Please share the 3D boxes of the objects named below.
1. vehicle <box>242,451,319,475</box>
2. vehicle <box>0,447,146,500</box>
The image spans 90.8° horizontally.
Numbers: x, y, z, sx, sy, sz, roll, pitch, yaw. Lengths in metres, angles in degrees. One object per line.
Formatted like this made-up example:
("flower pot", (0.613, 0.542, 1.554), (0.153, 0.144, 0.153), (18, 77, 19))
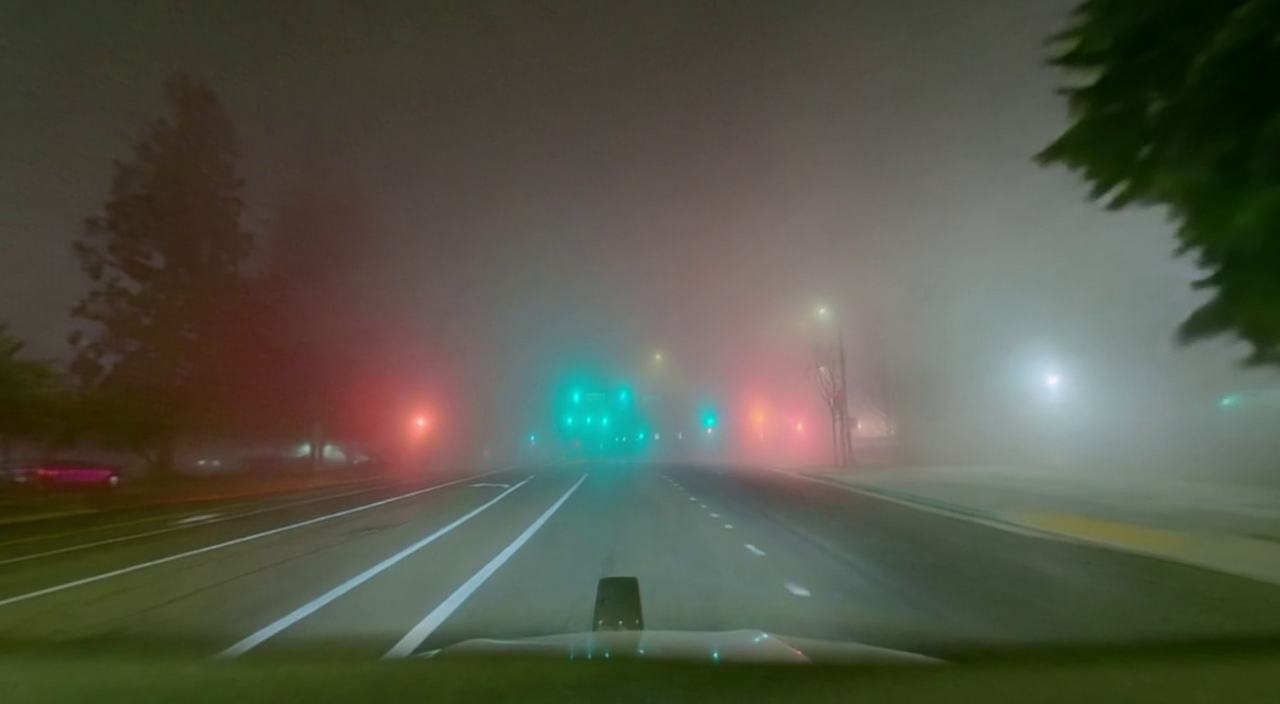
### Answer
("vehicle", (-27.267, 8.425, 48.057), (4.577, 1.584, 2.000), (3, -7, -8))
("vehicle", (-23.769, 4.857, 25.530), (5.473, 1.957, 2.253), (0, -8, -6))
